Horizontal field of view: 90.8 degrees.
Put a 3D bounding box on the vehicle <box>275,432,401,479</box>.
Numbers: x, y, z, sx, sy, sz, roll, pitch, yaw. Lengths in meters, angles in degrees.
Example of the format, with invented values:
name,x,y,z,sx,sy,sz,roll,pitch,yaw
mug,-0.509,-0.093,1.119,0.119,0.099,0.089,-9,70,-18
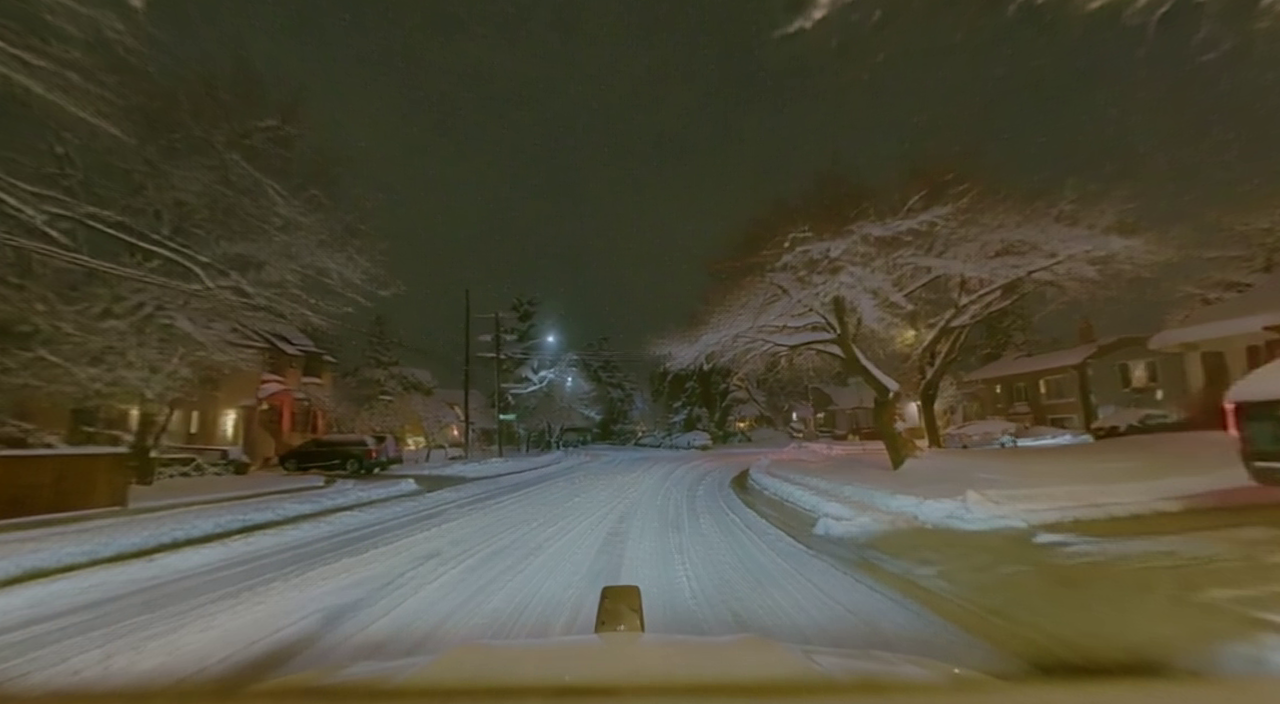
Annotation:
name,x,y,z,sx,sy,sz,roll,pitch,yaw
vehicle,-14.238,4.886,29.889,5.045,1.835,2.315,-6,-9,15
